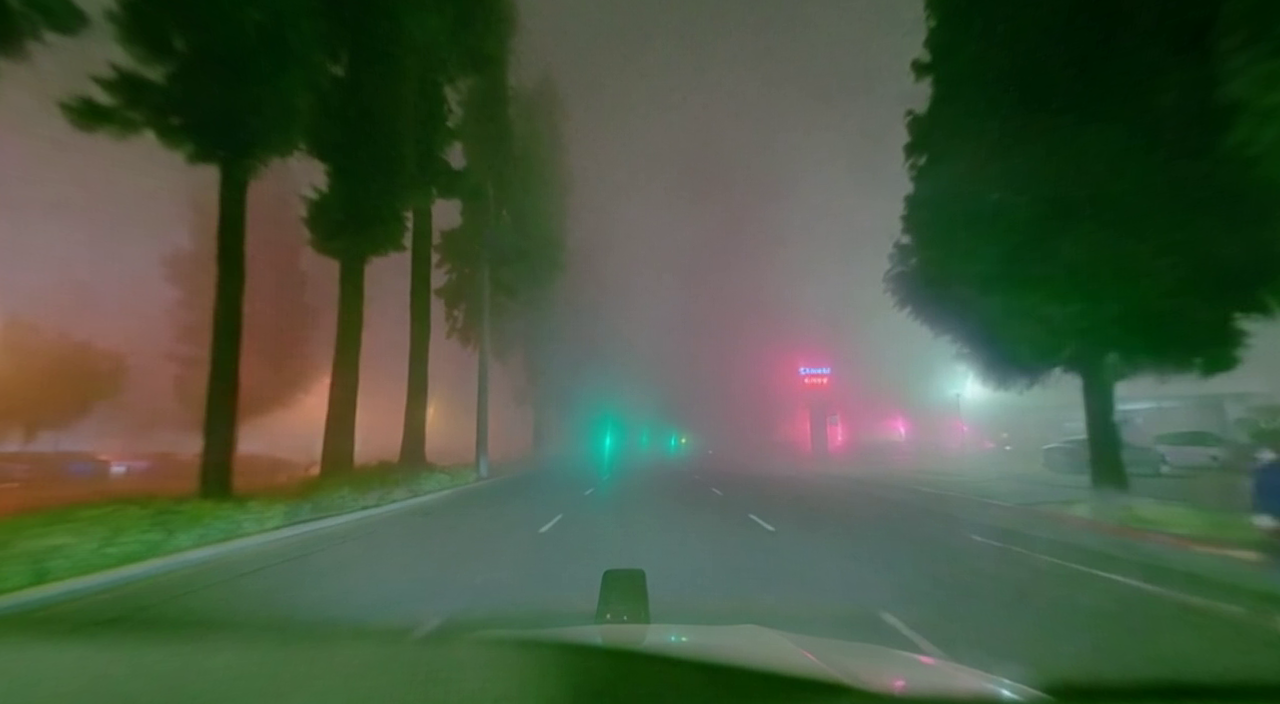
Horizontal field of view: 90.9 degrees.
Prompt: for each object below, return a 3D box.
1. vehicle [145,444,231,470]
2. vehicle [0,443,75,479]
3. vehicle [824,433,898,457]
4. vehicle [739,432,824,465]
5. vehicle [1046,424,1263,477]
[{"bbox_3d":[-32.250,7.468,45.035,4.557,1.773,2.018,0,-9,1],"label":"vehicle"},{"bbox_3d":[-31.765,5.394,31.379,4.868,1.673,2.341,0,-8,-2],"label":"vehicle"},{"bbox_3d":[17.082,7.235,48.954,4.897,1.739,2.259,-1,-8,2],"label":"vehicle"},{"bbox_3d":[9.582,6.568,42.716,5.329,2.114,2.325,-3,-9,19],"label":"vehicle"},{"bbox_3d":[17.286,3.337,21.412,5.283,1.646,2.435,0,-8,-3],"label":"vehicle"}]
